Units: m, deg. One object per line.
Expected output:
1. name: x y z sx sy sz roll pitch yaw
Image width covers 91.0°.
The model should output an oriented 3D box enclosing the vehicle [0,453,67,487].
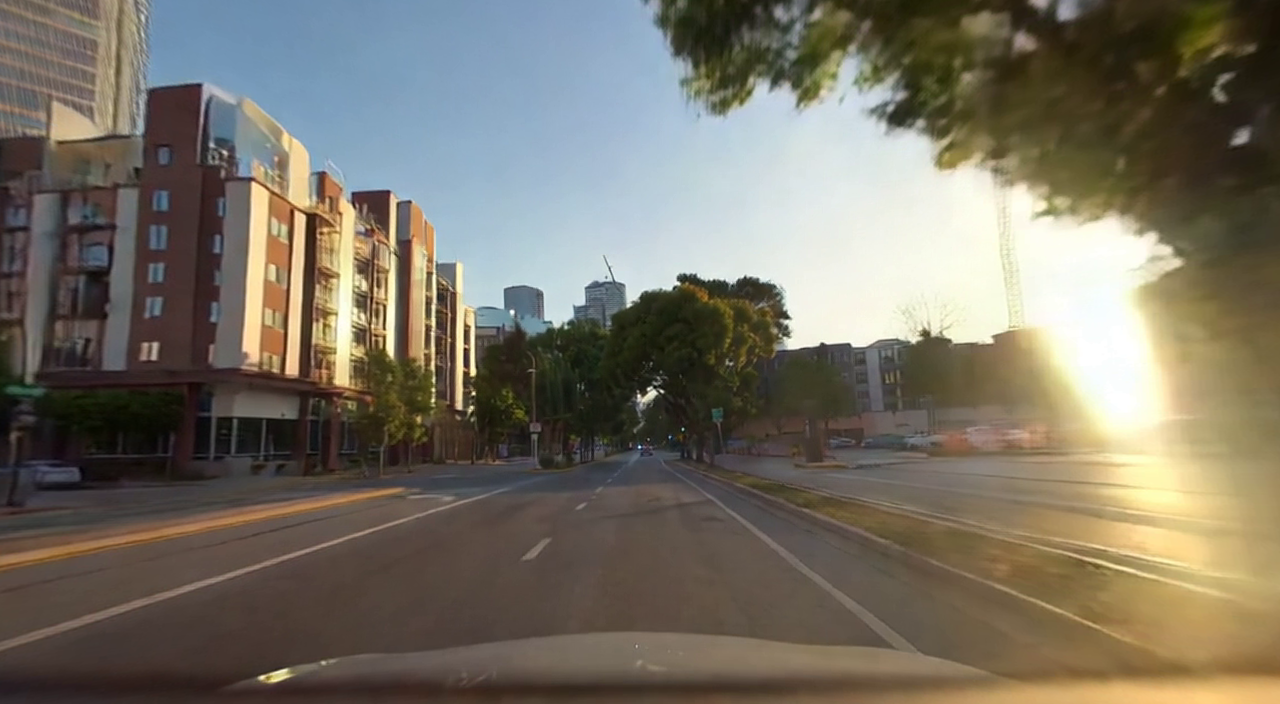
1. vehicle: -32.680 6.056 32.405 4.308 1.598 1.891 0 -7 -8
